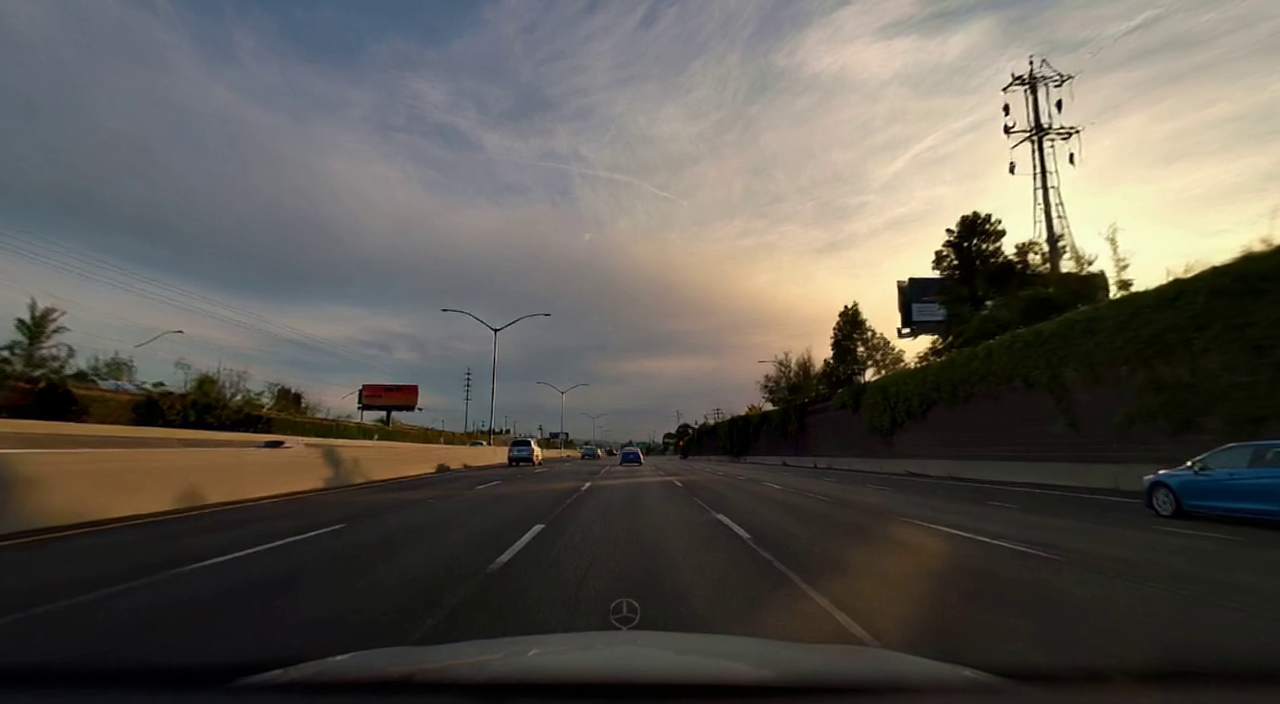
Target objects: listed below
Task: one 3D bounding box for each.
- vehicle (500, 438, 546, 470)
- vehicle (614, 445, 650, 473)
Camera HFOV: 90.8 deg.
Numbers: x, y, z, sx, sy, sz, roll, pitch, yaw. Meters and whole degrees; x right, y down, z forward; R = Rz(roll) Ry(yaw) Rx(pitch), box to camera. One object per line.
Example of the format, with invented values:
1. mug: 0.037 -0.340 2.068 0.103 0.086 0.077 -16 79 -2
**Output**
1. vehicle: -7.591 6.659 41.520 2.177 1.929 4.706 0 -9 0
2. vehicle: -0.530 6.492 38.583 2.074 1.574 3.971 0 -9 -2
